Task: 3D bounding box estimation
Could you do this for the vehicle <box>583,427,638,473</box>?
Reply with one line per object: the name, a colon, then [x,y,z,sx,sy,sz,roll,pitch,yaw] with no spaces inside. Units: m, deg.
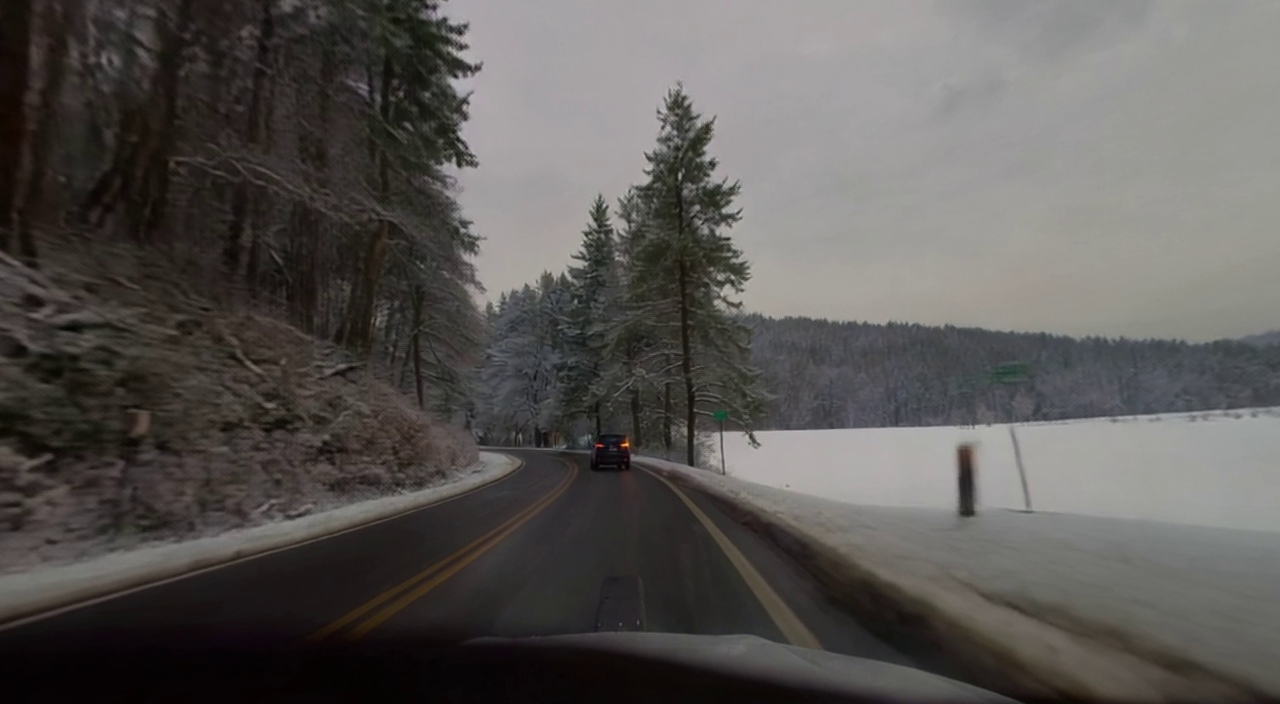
vehicle: [-1.576,4.827,31.298,2.469,1.953,5.605,-1,-8,-5]
